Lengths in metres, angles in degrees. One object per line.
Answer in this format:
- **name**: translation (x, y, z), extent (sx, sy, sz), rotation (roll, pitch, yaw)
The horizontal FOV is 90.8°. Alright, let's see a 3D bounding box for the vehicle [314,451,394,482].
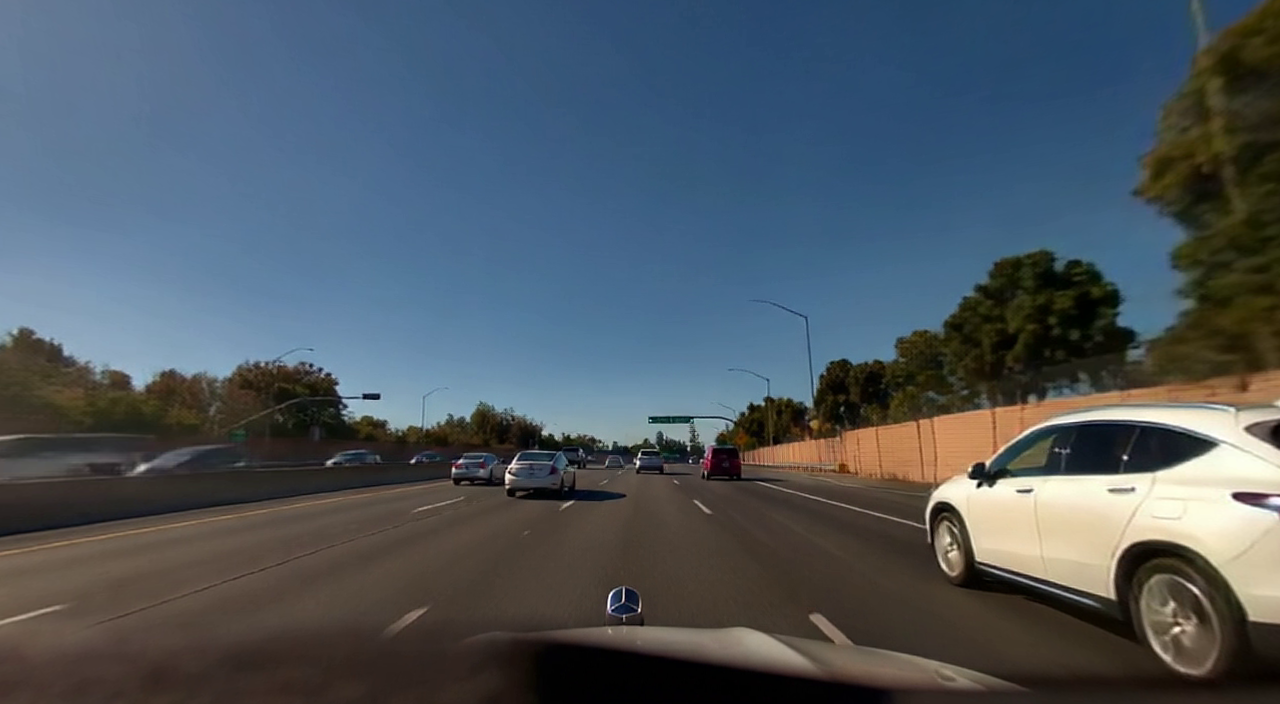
- **vehicle**: translation (-14.563, 5.832, 32.467), extent (1.854, 1.449, 4.476), rotation (-1, -9, 3)

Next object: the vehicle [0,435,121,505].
- **vehicle**: translation (-15.921, 2.898, 15.709), extent (2.032, 1.616, 4.579), rotation (0, -9, 1)

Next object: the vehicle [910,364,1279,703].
- **vehicle**: translation (3.765, 1.124, 4.025), extent (2.029, 1.716, 4.545), rotation (0, -9, 0)

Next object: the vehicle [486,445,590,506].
- **vehicle**: translation (-2.768, 3.497, 18.393), extent (2.130, 1.514, 4.766), rotation (0, -9, 2)

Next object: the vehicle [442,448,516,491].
- **vehicle**: translation (-6.093, 4.466, 24.292), extent (1.835, 1.504, 3.612), rotation (0, -9, 1)

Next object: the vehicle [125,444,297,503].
- **vehicle**: translation (-12.212, 3.458, 18.438), extent (1.803, 1.478, 4.435), rotation (0, -9, 2)

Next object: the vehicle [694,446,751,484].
- **vehicle**: translation (4.055, 5.645, 31.876), extent (2.320, 1.735, 4.408), rotation (0, -9, 1)

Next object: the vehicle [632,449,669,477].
- **vehicle**: translation (0.778, 7.487, 42.810), extent (2.408, 1.748, 4.217), rotation (0, -9, 3)
